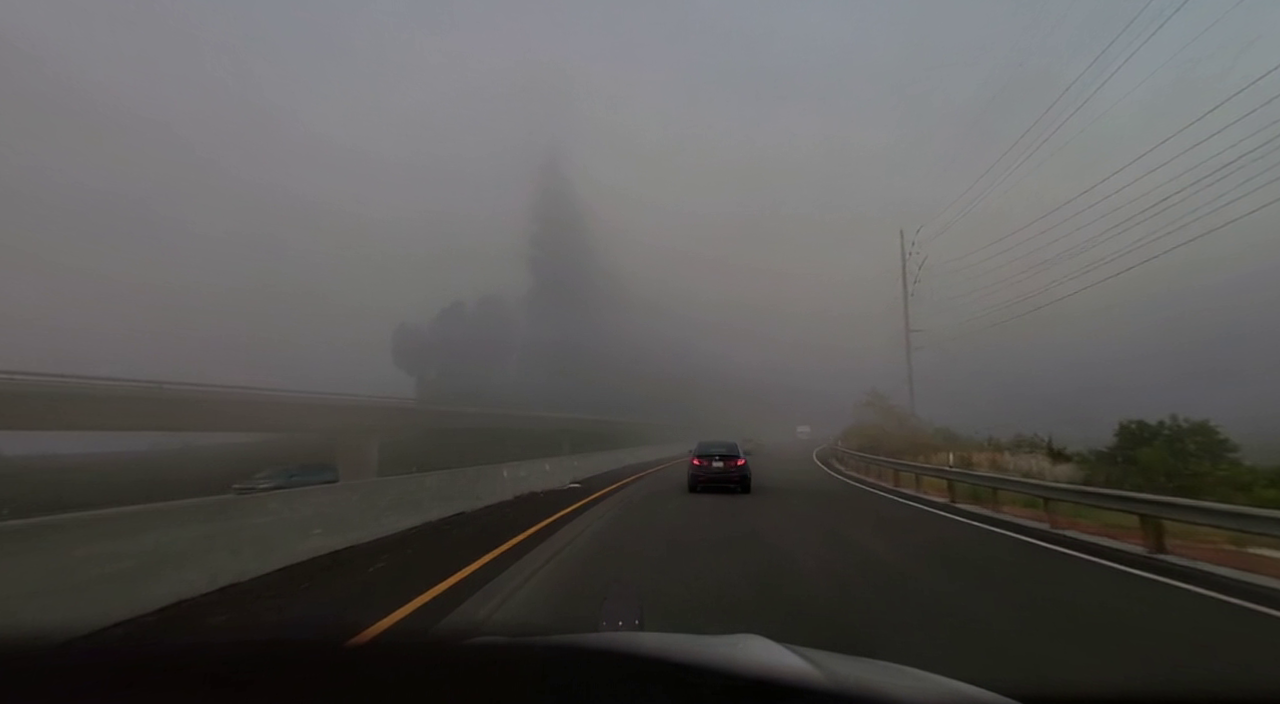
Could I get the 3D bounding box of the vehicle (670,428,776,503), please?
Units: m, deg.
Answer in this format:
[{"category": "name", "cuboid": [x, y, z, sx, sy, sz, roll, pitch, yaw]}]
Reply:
[{"category": "vehicle", "cuboid": [1.885, 2.596, 14.817, 2.091, 1.482, 4.321, -1, -8, 6]}]
